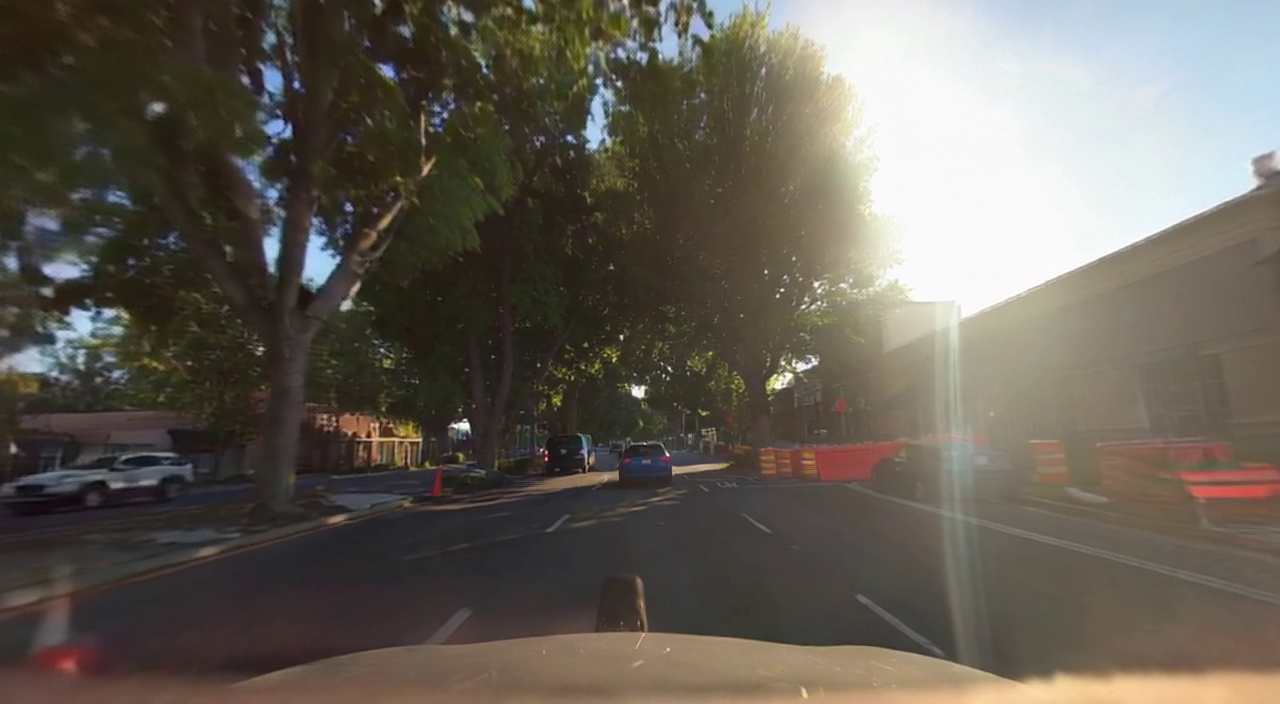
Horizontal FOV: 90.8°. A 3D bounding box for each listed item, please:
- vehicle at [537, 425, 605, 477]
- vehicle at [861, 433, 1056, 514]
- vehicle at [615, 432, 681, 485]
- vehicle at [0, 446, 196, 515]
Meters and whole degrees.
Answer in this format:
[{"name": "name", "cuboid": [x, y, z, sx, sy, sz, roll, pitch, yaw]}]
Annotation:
[{"name": "vehicle", "cuboid": [-2.977, 4.467, 28.614, 2.357, 2.063, 5.488, -1, -9, 1]}, {"name": "vehicle", "cuboid": [6.986, 2.708, 14.539, 2.076, 1.535, 4.460, 0, -9, -1]}, {"name": "vehicle", "cuboid": [0.256, 3.839, 23.072, 2.168, 1.725, 4.192, -1, -9, 0]}, {"name": "vehicle", "cuboid": [-15.513, 3.611, 18.357, 1.898, 1.702, 4.456, -1, -9, 0]}]
